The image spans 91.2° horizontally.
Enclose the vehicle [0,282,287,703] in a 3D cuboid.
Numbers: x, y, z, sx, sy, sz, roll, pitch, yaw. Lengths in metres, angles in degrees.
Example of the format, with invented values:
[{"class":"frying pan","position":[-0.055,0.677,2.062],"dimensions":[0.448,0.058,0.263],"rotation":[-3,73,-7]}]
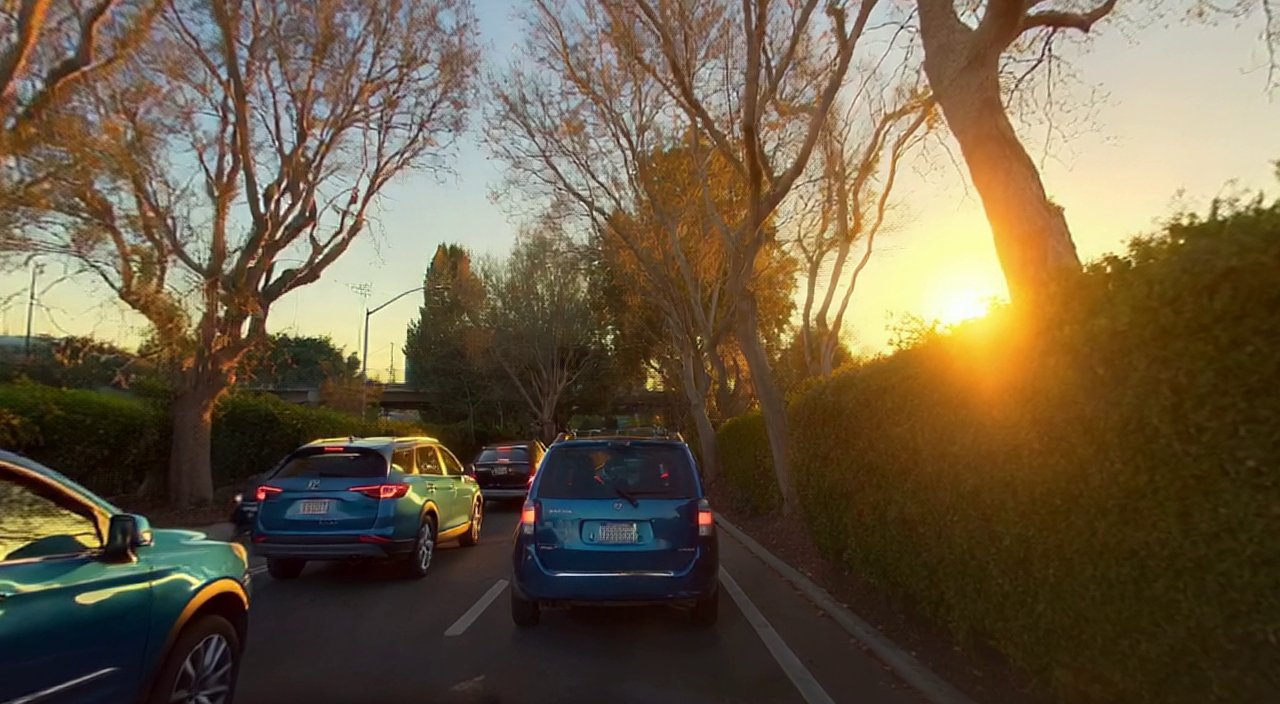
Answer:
[{"class":"vehicle","position":[-3.286,0.675,1.266],"dimensions":[2.205,1.913,5.327],"rotation":[-6,-8,-2]}]

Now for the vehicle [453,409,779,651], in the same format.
[{"class":"vehicle","position":[-0.181,1.496,6.241],"dimensions":[2.154,1.581,4.007],"rotation":[0,-9,-1]}]

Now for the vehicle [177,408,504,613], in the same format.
[{"class":"vehicle","position":[-3.419,1.848,8.317],"dimensions":[2.256,1.728,4.421],"rotation":[-6,-8,-2]}]
